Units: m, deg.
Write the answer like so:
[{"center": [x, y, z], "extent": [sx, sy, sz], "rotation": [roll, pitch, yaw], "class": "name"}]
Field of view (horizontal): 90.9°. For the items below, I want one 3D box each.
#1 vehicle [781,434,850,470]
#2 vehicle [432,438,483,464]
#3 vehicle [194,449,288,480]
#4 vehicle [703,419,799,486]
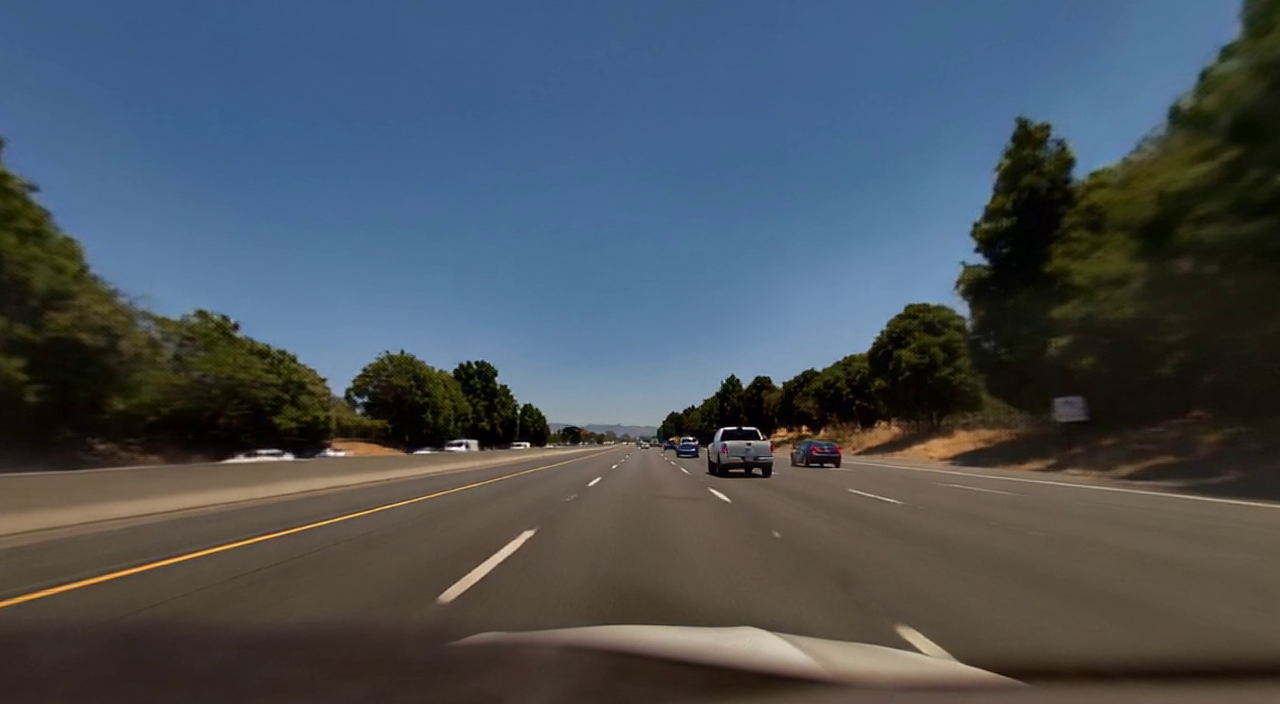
[{"center": [8.836, 5.056, 32.162], "extent": [2.045, 1.658, 4.598], "rotation": [0, -8, -2], "class": "vehicle"}, {"center": [-13.998, 7.606, 48.761], "extent": [2.297, 1.834, 5.498], "rotation": [-1, -8, 1], "class": "vehicle"}, {"center": [-21.136, 5.944, 33.684], "extent": [1.919, 1.469, 4.684], "rotation": [-1, -8, 0], "class": "vehicle"}, {"center": [3.573, 3.400, 21.560], "extent": [2.218, 1.964, 5.662], "rotation": [0, -8, 0], "class": "vehicle"}]
